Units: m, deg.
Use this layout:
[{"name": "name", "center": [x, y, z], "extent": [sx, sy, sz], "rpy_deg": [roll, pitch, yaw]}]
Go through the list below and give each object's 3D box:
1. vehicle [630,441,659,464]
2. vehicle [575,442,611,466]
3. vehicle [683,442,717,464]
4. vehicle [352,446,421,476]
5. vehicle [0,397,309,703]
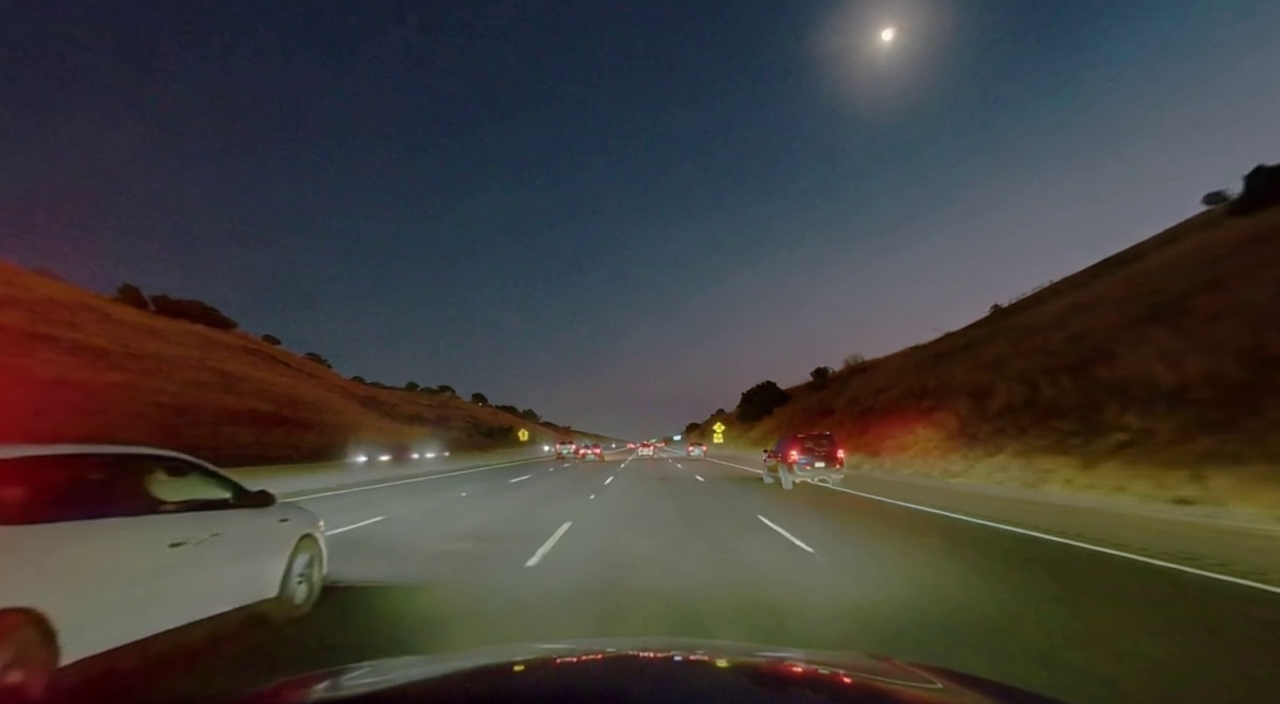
[{"name": "vehicle", "center": [0.324, 7.541, 47.462], "extent": [2.031, 1.566, 3.904], "rpy_deg": [0, -8, 0]}, {"name": "vehicle", "center": [-3.200, 7.053, 43.863], "extent": [2.091, 1.552, 4.516], "rpy_deg": [0, -8, 0]}, {"name": "vehicle", "center": [4.420, 7.480, 46.808], "extent": [2.027, 1.525, 4.348], "rpy_deg": [0, -8, -1]}, {"name": "vehicle", "center": [-13.269, 5.703, 33.249], "extent": [1.815, 1.414, 4.210], "rpy_deg": [0, -8, 1]}, {"name": "vehicle", "center": [-3.375, 0.899, 2.129], "extent": [1.997, 1.502, 4.554], "rpy_deg": [0, -8, 1]}]
